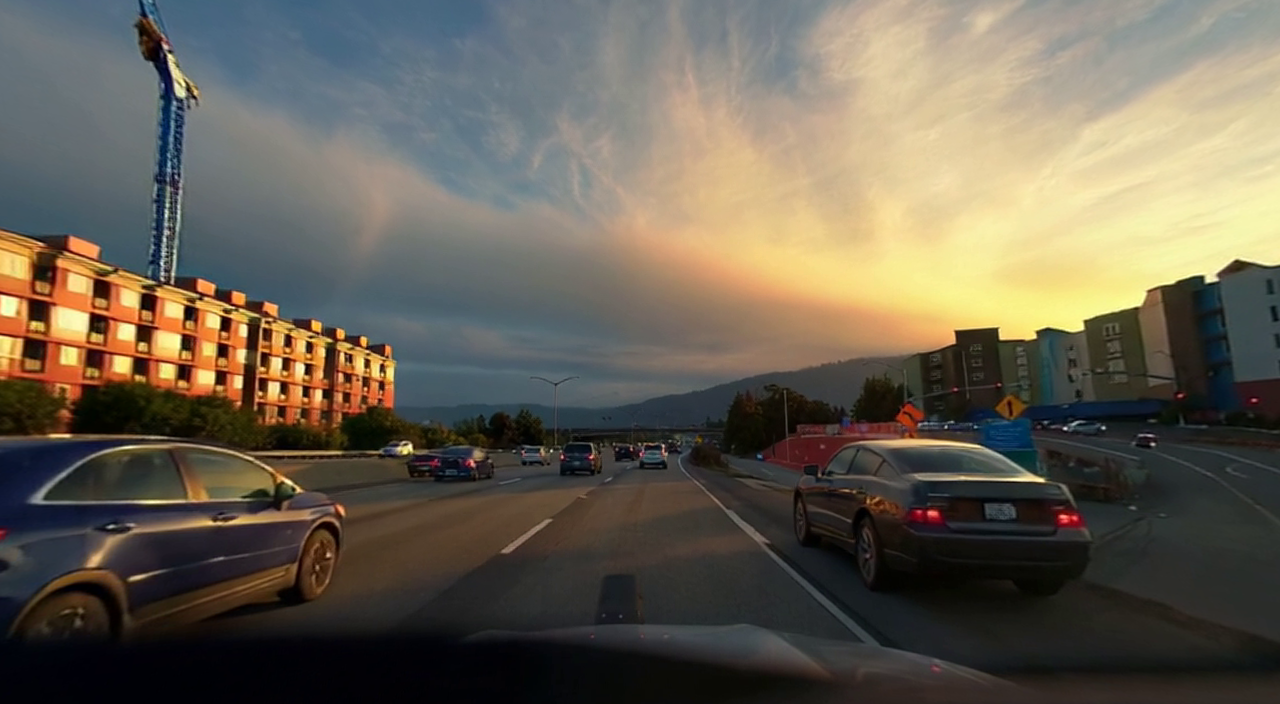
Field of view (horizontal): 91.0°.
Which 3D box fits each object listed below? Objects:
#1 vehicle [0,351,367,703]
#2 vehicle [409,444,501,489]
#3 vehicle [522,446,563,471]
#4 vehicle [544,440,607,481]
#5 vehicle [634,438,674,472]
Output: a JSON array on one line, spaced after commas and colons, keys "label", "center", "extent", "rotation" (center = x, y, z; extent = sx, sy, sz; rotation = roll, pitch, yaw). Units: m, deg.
[{"label": "vehicle", "center": [-3.694, 1.021, 3.774], "extent": [2.045, 1.710, 4.382], "rotation": [0, -8, 1]}, {"label": "vehicle", "center": [-6.765, 4.220, 23.563], "extent": [1.959, 1.486, 4.460], "rotation": [0, -9, 2]}, {"label": "vehicle", "center": [-6.385, 6.974, 41.581], "extent": [1.931, 1.505, 4.386], "rotation": [0, -8, 1]}, {"label": "vehicle", "center": [-2.802, 4.863, 28.439], "extent": [2.109, 1.657, 4.554], "rotation": [0, -8, 3]}, {"label": "vehicle", "center": [0.795, 5.812, 35.666], "extent": [2.116, 1.763, 4.352], "rotation": [0, -9, 1]}]
